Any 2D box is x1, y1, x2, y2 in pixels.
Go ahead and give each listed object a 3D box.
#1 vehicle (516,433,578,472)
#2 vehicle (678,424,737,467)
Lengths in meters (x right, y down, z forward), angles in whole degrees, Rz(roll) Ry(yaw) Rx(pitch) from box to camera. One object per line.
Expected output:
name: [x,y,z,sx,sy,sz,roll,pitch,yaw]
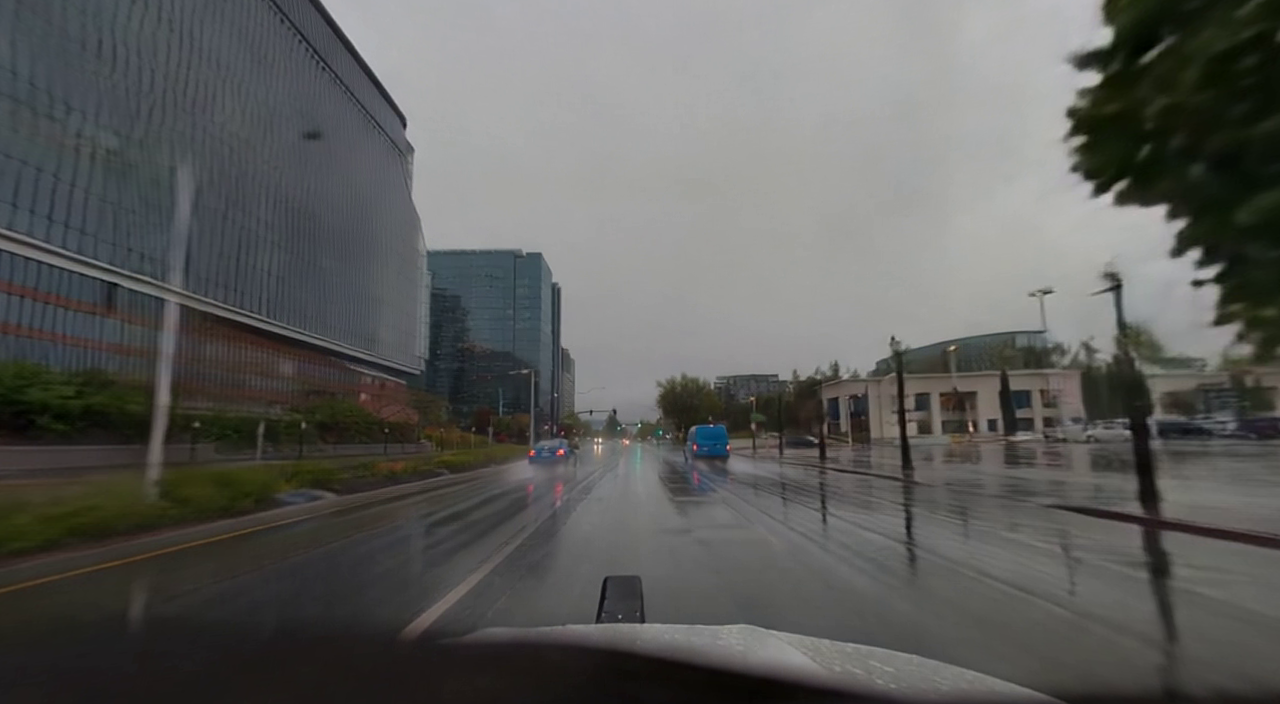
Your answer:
vehicle: [-3.754,4.131,26.058,1.864,1.464,4.195,0,-8,1]
vehicle: [3.130,4.501,30.485,2.200,1.914,5.145,0,-8,-1]
